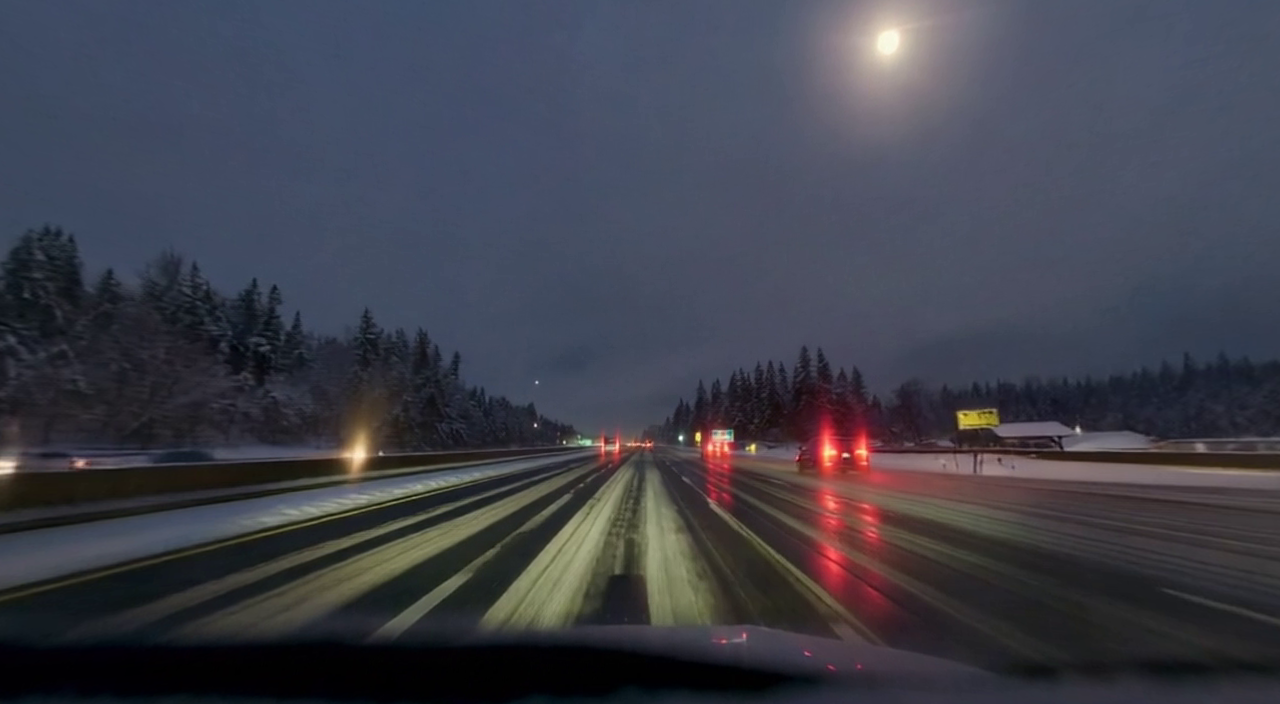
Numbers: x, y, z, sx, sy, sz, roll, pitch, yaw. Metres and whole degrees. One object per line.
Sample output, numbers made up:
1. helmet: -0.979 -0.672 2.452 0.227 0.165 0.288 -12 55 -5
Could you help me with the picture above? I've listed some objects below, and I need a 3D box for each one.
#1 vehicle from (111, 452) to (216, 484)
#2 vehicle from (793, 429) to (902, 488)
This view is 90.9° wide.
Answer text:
1. vehicle: -25.465 6.181 33.953 1.937 1.509 4.654 0 -8 1
2. vehicle: 6.623 3.449 20.663 2.063 1.706 4.259 0 -8 -1
